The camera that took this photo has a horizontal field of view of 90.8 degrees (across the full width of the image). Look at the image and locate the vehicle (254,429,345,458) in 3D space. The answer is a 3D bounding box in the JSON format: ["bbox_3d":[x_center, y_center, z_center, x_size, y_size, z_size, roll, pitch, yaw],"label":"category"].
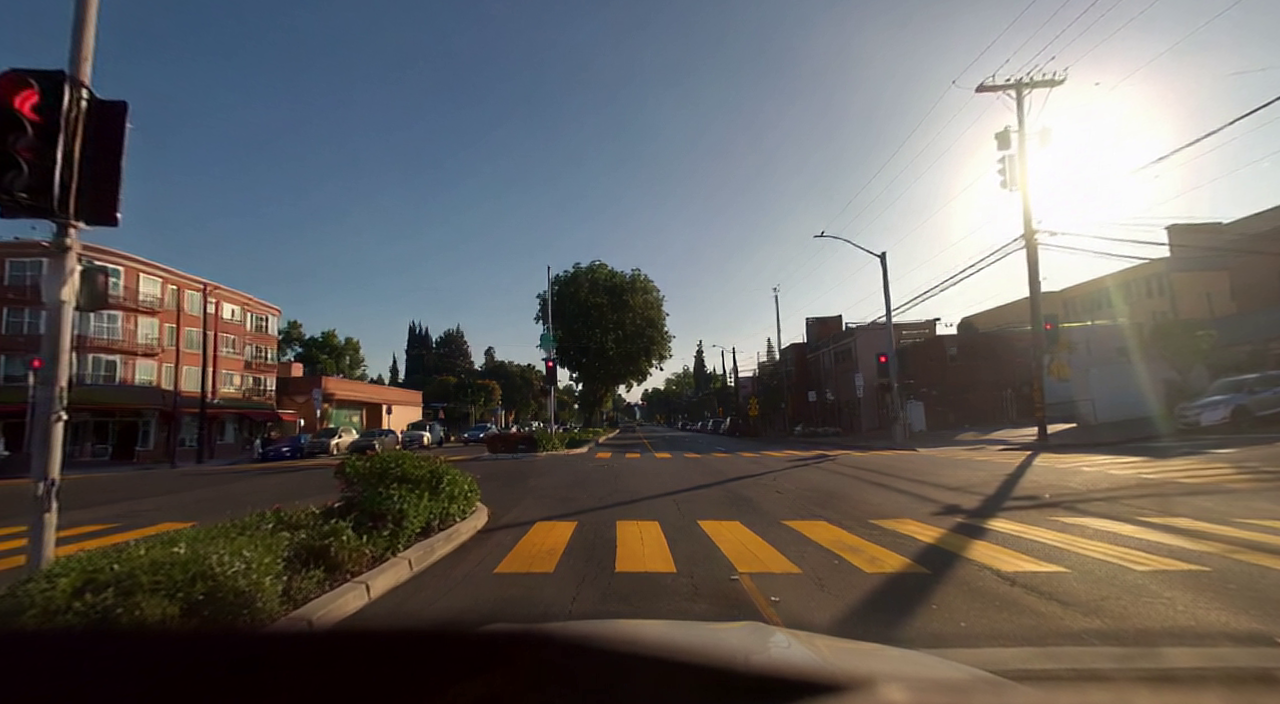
[{"bbox_3d":[-18.083,4.932,33.877,1.939,1.430,5.533,0,-9,-2],"label":"vehicle"}]

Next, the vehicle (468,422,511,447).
[{"bbox_3d":[-11.633,6.474,49.098,2.118,1.809,4.591,0,-8,2],"label":"vehicle"}]

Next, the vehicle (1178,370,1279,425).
[{"bbox_3d":[22.341,1.583,22.620,4.531,1.753,1.964,-2,-2,-5],"label":"vehicle"}]

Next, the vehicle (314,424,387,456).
[{"bbox_3d":[-18.288,5.618,40.210,2.225,1.871,5.189,0,-9,0],"label":"vehicle"}]
